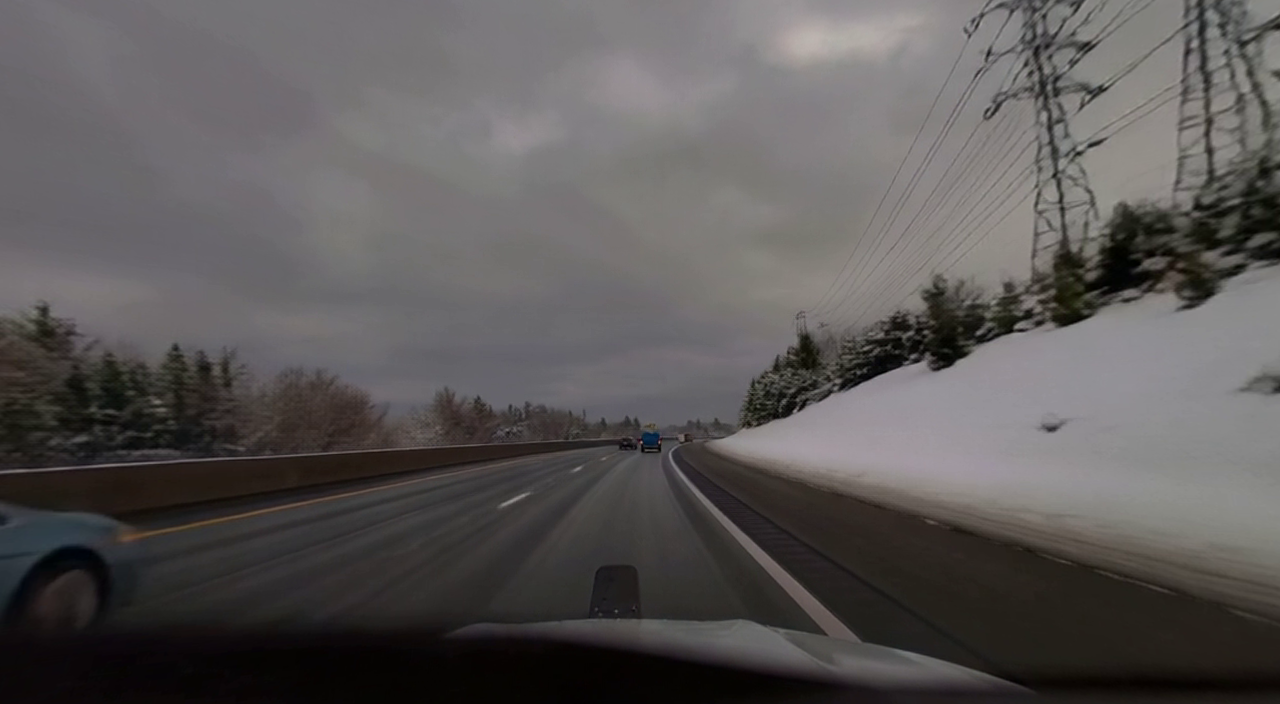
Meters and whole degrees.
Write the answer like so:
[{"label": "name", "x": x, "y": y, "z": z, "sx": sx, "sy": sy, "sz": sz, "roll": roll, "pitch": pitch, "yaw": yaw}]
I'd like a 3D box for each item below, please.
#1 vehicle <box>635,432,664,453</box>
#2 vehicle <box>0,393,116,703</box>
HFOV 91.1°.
[{"label": "vehicle", "x": 0.742, "y": 6.829, "z": 47.740, "sx": 2.077, "sy": 1.523, "sz": 4.206, "roll": 0, "pitch": -8, "yaw": 2}, {"label": "vehicle", "x": -3.982, "y": 0.746, "z": 1.380, "sx": 2.030, "sy": 1.522, "sz": 4.250, "roll": 0, "pitch": -8, "yaw": -1}]
